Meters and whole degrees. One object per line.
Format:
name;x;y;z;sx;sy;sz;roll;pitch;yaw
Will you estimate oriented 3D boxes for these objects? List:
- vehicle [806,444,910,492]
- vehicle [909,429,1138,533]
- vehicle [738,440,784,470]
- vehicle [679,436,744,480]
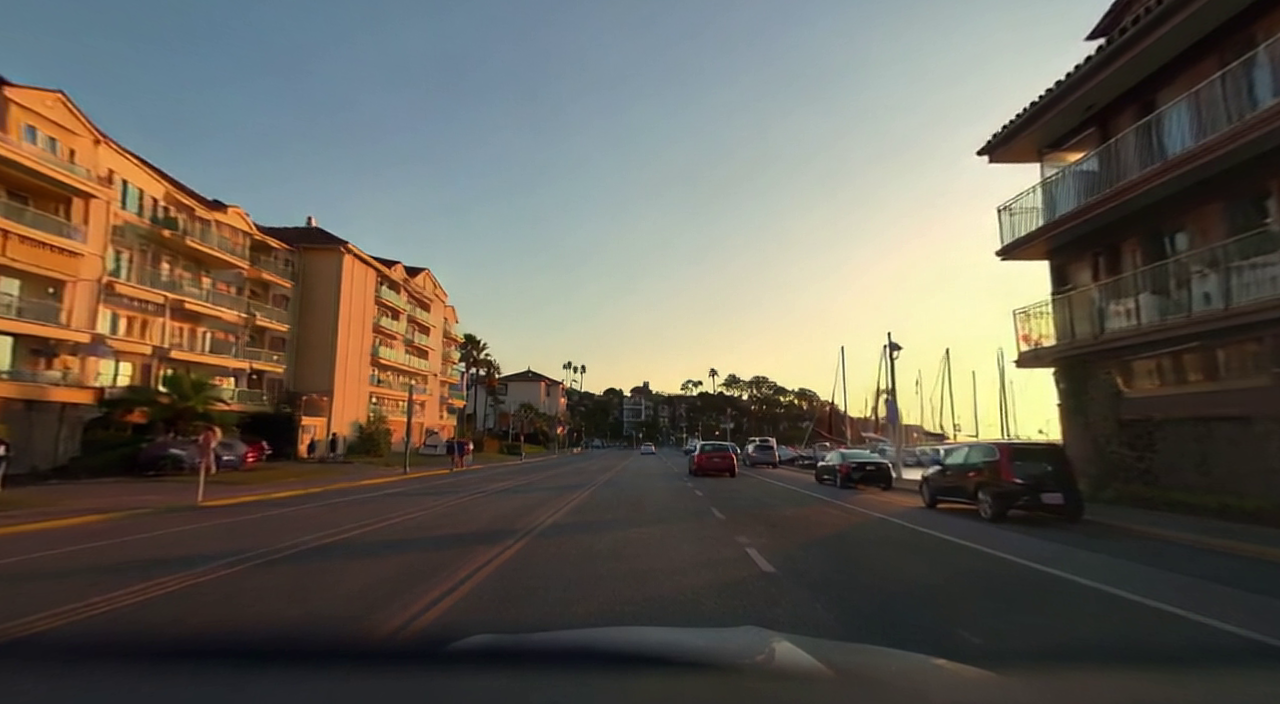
vehicle;7.571;4.068;22.446;2.112;1.514;4.371;0;-9;0
vehicle;7.442;2.525;12.948;1.901;1.726;4.517;0;-9;1
vehicle;7.600;6.532;40.107;2.029;1.750;4.825;0;-9;1
vehicle;2.809;4.284;25.653;2.047;1.640;4.051;0;-9;-1
